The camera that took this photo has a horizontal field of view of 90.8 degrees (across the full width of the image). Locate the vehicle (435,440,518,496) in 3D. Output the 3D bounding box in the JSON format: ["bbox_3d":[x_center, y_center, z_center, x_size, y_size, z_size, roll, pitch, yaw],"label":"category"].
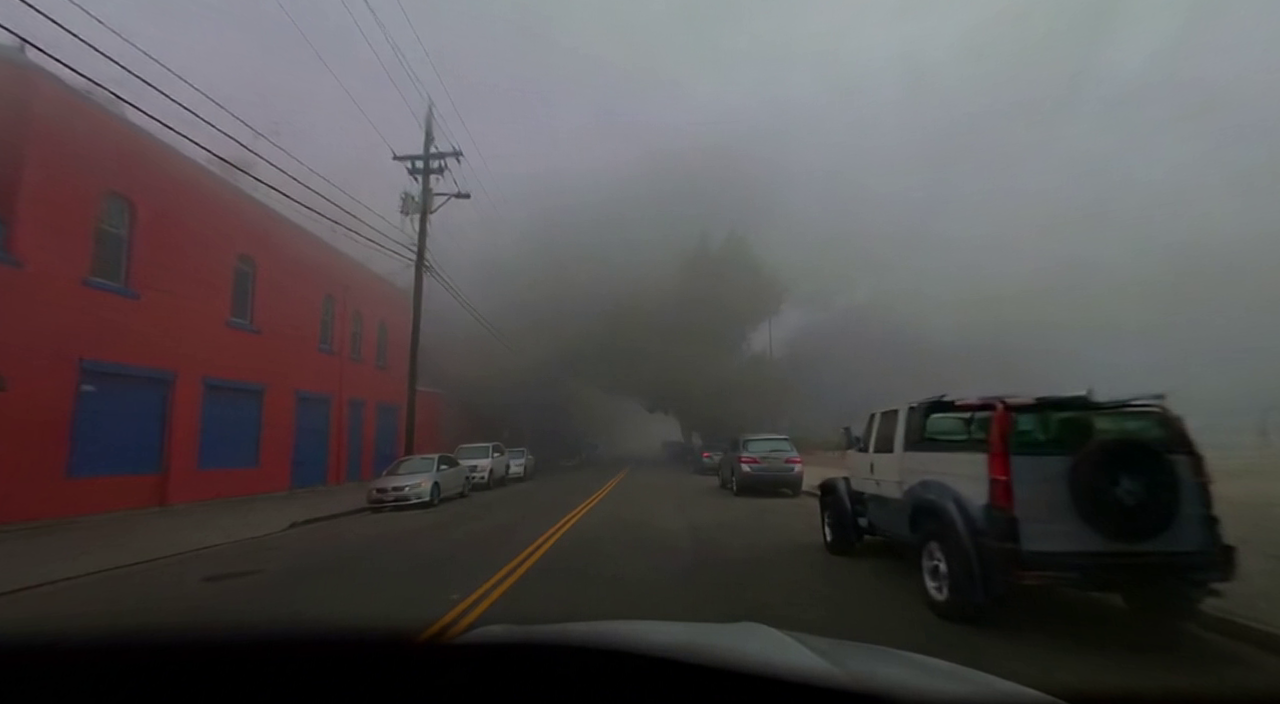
[{"bbox_3d":[-6.039,4.305,23.872,1.983,1.809,4.503,-2,-9,-1],"label":"vehicle"}]

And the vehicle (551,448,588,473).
[{"bbox_3d":[-5.324,8.269,48.257,1.910,1.488,3.999,-5,-7,5],"label":"vehicle"}]

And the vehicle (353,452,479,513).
[{"bbox_3d":[-6.176,3.616,18.075,1.844,1.486,4.474,0,-9,2],"label":"vehicle"}]

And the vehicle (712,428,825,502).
[{"bbox_3d":[3.467,3.157,18.063,2.182,1.824,4.622,0,-9,-1],"label":"vehicle"}]

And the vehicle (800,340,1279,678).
[{"bbox_3d":[3.306,1.281,6.246,2.263,1.996,4.870,0,-9,1],"label":"vehicle"}]
